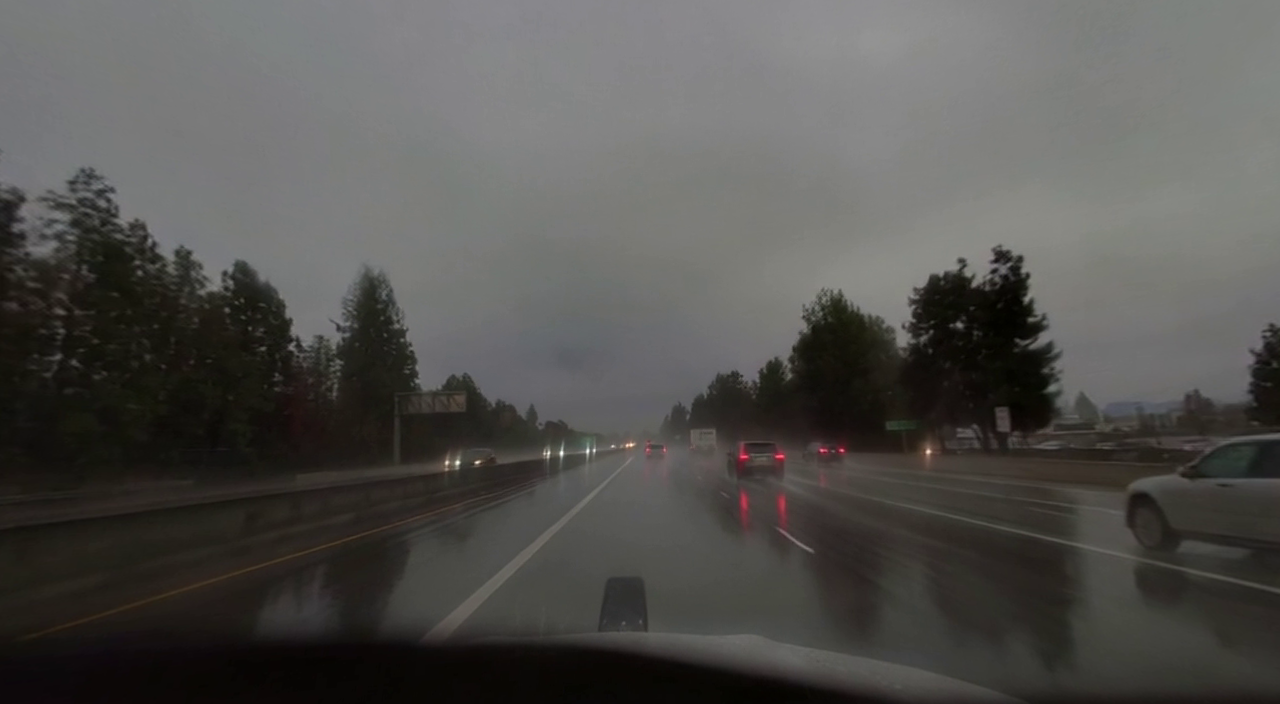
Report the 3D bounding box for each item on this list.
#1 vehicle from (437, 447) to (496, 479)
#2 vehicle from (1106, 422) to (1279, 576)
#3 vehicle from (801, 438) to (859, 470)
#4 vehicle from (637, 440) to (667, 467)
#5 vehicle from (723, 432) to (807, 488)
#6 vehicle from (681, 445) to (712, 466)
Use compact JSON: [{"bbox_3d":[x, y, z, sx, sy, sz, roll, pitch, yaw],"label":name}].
[{"bbox_3d":[-9.977,6.386,36.659,2.065,1.709,4.466,-1,-8,1],"label":"vehicle"},{"bbox_3d":[7.431,1.517,6.583,1.807,1.558,4.352,0,-8,0],"label":"vehicle"},{"bbox_3d":[11.360,6.123,38.127,2.028,1.801,4.503,0,-8,-1],"label":"vehicle"},{"bbox_3d":[0.854,7.509,46.885,2.145,1.832,4.004,0,-8,0],"label":"vehicle"},{"bbox_3d":[4.513,3.971,23.515,2.075,1.845,4.667,0,-8,-1],"label":"vehicle"},{"bbox_3d":[4.192,7.771,47.571,1.902,1.532,4.181,0,-8,-1],"label":"vehicle"}]
